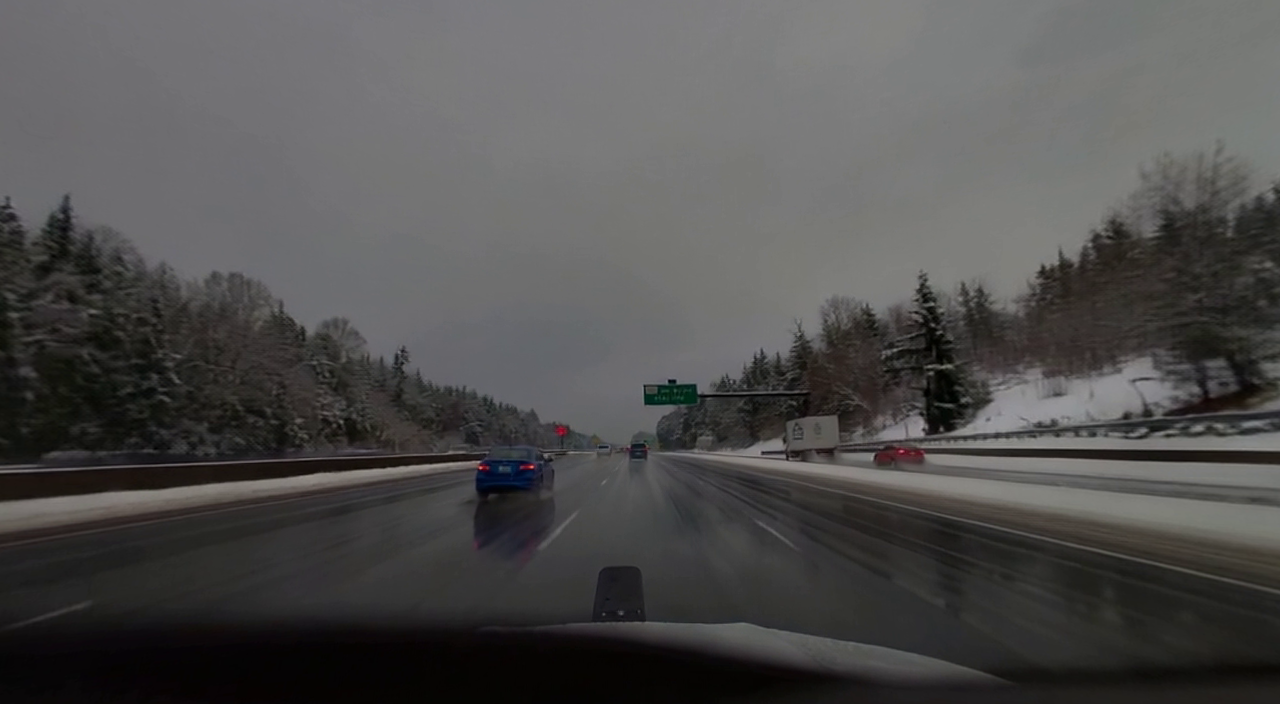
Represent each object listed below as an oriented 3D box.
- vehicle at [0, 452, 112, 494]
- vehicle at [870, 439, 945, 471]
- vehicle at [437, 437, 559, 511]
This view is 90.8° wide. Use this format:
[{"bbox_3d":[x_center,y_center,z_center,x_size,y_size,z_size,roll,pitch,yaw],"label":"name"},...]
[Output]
[{"bbox_3d":[-24.722,4.924,26.045,1.895,1.549,4.569,0,-9,0],"label":"vehicle"},{"bbox_3d":[15.309,5.915,36.468,2.081,1.707,4.756,0,-9,-2],"label":"vehicle"},{"bbox_3d":[-3.276,2.916,15.514,2.020,1.554,4.137,0,-9,0],"label":"vehicle"}]
